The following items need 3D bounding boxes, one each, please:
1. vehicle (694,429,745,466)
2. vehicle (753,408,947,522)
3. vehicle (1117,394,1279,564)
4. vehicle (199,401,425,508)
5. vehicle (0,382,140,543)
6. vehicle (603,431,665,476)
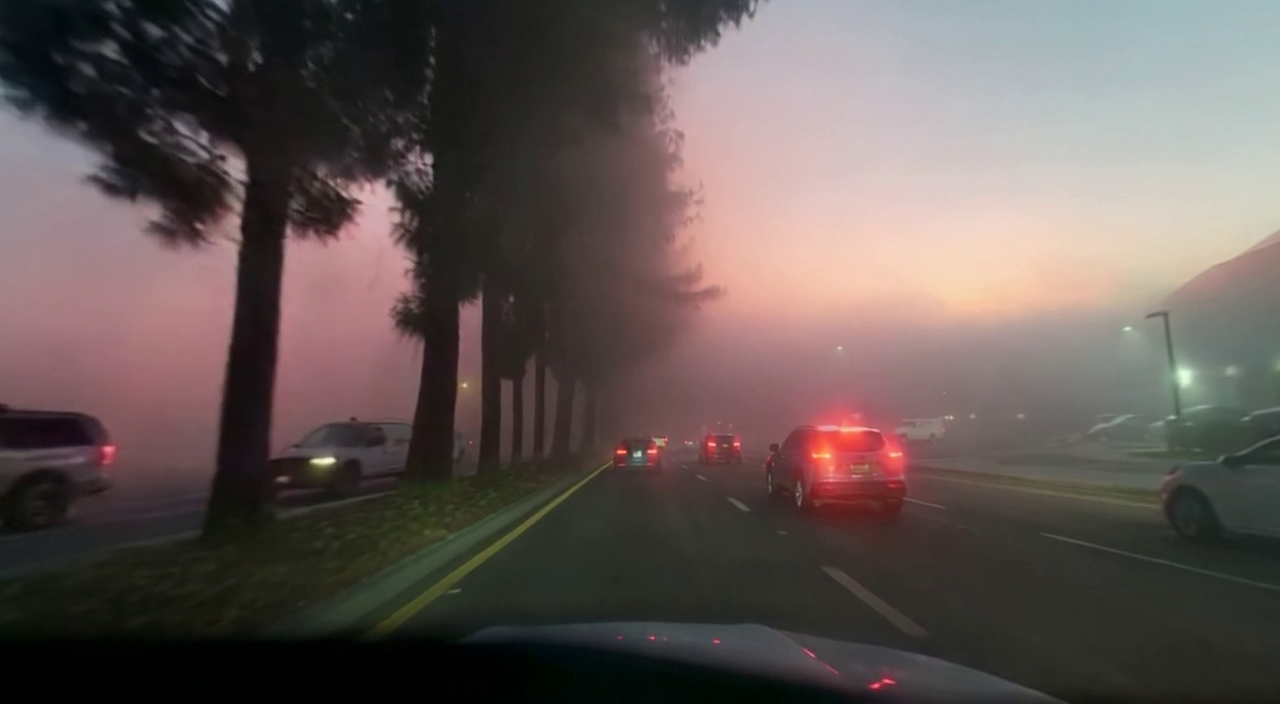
[{"bbox_3d":[3.944,4.852,31.945,1.982,1.709,4.427,0,-8,-1],"label":"vehicle"},{"bbox_3d":[3.589,2.041,11.775,2.130,1.718,4.310,0,-8,0],"label":"vehicle"},{"bbox_3d":[7.540,1.280,6.309,2.008,1.714,4.407,0,-8,0],"label":"vehicle"},{"bbox_3d":[-7.756,2.528,15.815,2.469,2.200,5.517,0,-8,3],"label":"vehicle"},{"bbox_3d":[-11.337,1.688,9.524,2.585,2.507,5.743,0,-8,2],"label":"vehicle"},{"bbox_3d":[-0.184,3.779,23.538,2.111,1.506,4.018,0,-8,0],"label":"vehicle"}]
